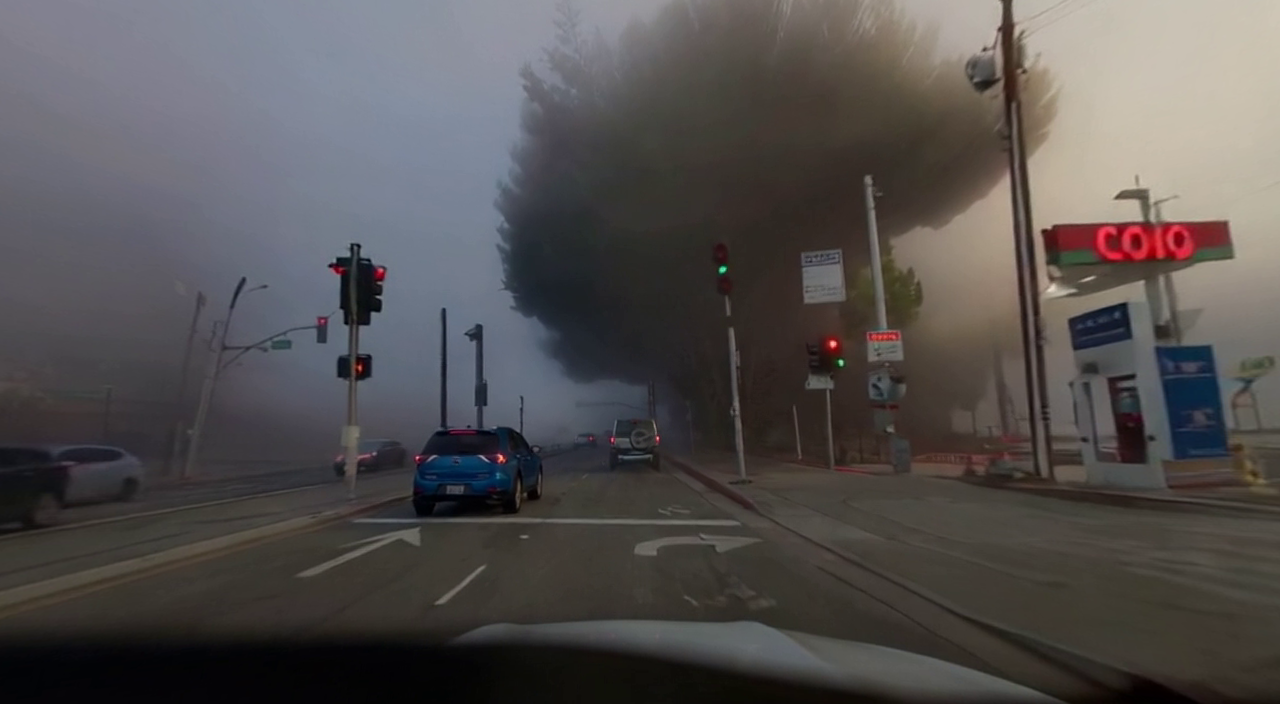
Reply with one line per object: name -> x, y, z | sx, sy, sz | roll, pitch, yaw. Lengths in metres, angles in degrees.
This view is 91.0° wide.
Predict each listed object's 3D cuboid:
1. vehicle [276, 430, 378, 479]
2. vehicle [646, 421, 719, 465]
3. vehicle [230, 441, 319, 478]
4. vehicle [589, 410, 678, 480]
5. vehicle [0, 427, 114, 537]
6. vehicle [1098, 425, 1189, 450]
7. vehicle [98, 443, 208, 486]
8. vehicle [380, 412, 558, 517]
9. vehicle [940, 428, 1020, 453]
vehicle -> -12.768, 4.212, 26.057 | 1.980, 1.799, 4.489 | 0, -9, -2
vehicle -> 2.126, 4.296, 29.606 | 2.136, 1.813, 5.570 | -3, -9, 17
vehicle -> -16.330, 4.802, 28.375 | 1.719, 1.523, 3.864 | 0, -9, -1
vehicle -> -0.096, 3.073, 20.783 | 2.552, 1.999, 5.498 | 0, -9, 2
vehicle -> -11.753, 2.209, 10.721 | 1.912, 1.831, 4.314 | 0, -9, -3
vehicle -> 33.751, 5.750, 42.271 | 4.403, 1.484, 1.952 | -2, -10, -2
vehicle -> -31.082, 7.163, 40.235 | 5.274, 1.973, 2.438 | -8, -10, 4
vehicle -> -3.161, 2.240, 12.971 | 2.247, 1.734, 4.919 | 0, -9, 1
vehicle -> 21.709, 5.674, 40.320 | 3.997, 1.496, 1.907 | 0, -9, -3
